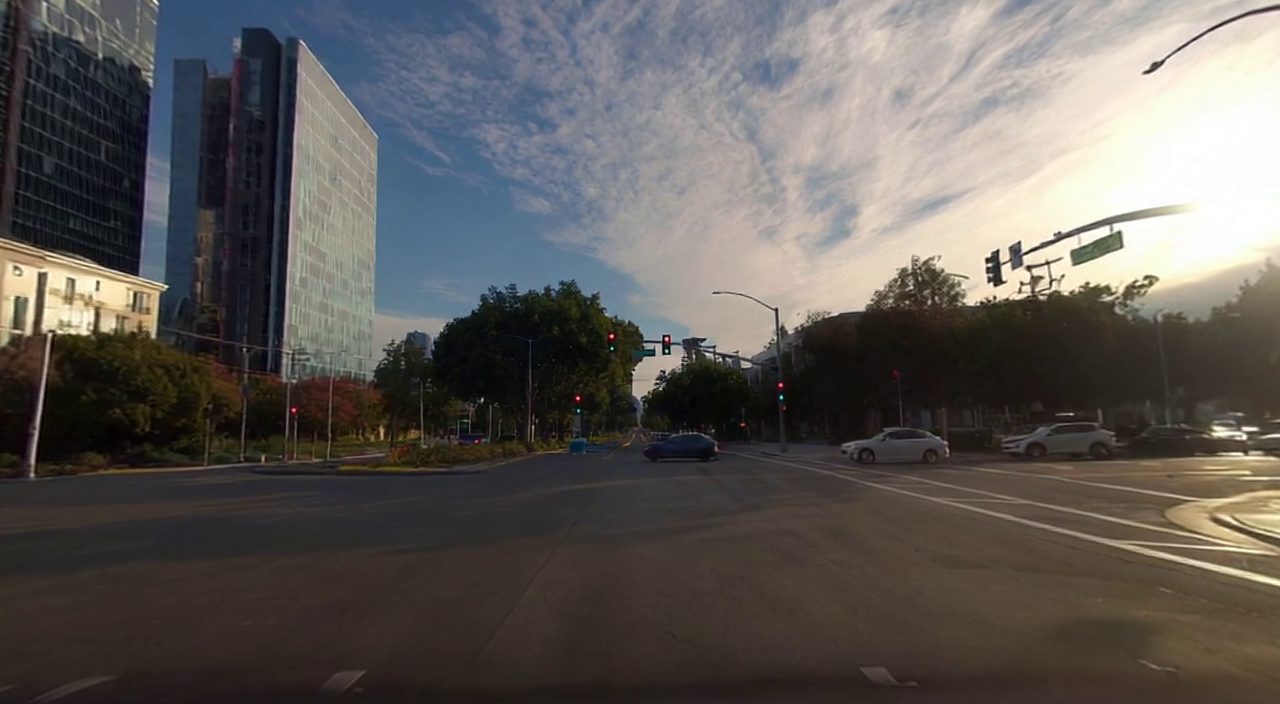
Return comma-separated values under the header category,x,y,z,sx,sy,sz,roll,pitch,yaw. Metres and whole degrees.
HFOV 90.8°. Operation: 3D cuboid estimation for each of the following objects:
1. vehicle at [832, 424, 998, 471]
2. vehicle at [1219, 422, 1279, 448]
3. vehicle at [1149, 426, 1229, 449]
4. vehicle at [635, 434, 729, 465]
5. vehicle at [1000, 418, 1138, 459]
category,x,y,z,sx,sy,sz,roll,pitch,yaw
vehicle,9.514,3.326,22.097,4.916,1.504,1.846,0,-8,-2
vehicle,42.261,5.583,42.326,2.037,1.614,5.175,0,-8,0
vehicle,36.570,5.765,42.222,1.726,1.429,4.163,-1,-8,2
vehicle,1.870,4.365,28.332,4.046,1.306,1.719,-1,-8,5
vehicle,18.935,3.864,28.070,4.571,1.698,1.977,-1,-8,4
